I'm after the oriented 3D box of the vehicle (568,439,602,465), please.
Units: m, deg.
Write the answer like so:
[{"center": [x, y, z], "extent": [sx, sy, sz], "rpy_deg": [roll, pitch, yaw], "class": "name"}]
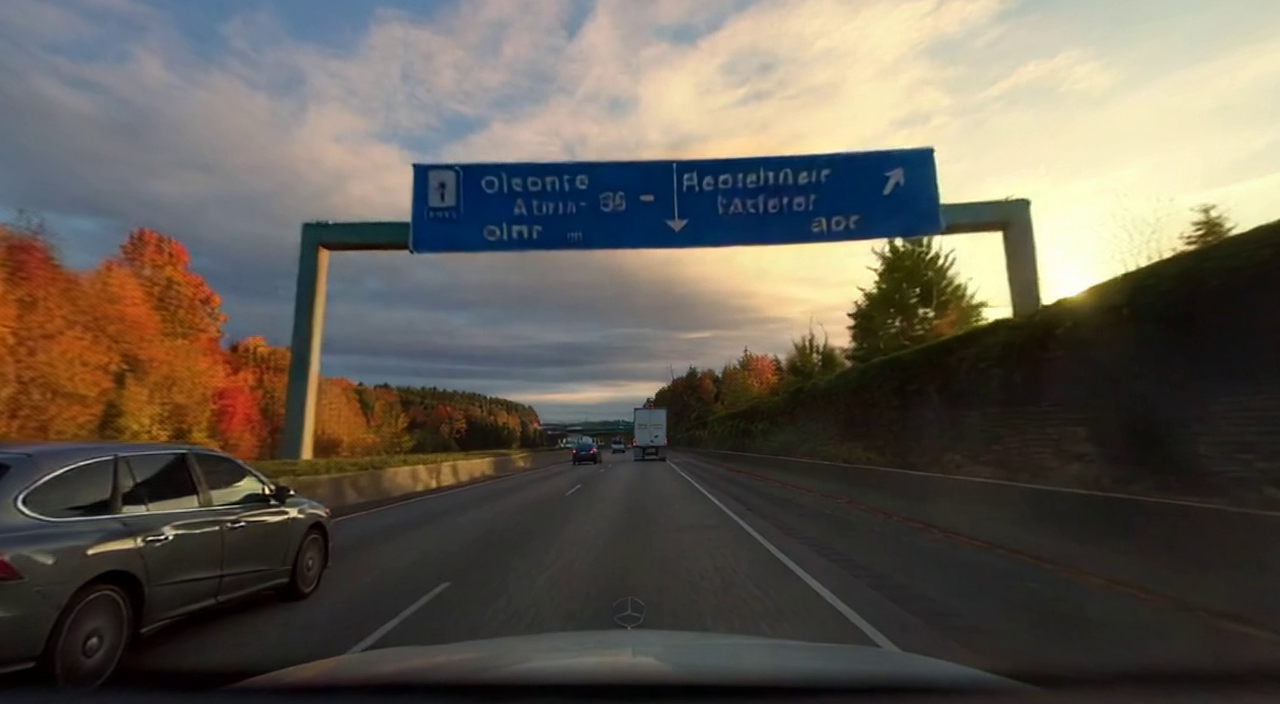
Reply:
[{"center": [-3.500, 6.431, 40.673], "extent": [1.927, 1.556, 3.921], "rpy_deg": [0, -8, -1], "class": "vehicle"}]
